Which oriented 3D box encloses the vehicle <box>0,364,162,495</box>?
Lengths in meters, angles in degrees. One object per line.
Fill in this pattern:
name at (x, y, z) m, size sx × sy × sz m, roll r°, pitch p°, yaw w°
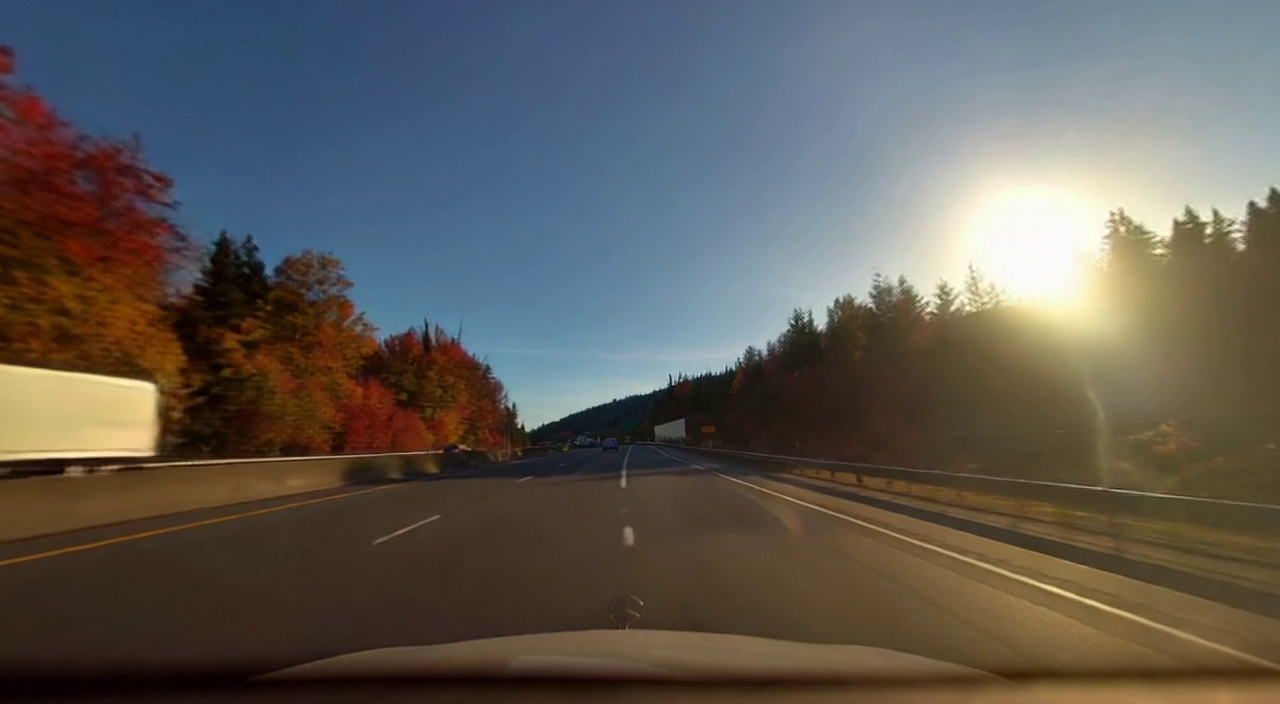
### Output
vehicle at (-21.925, 2.463, 19.923) m, size 2.969 × 4.157 × 13.943 m, roll 0°, pitch -8°, yaw -2°
